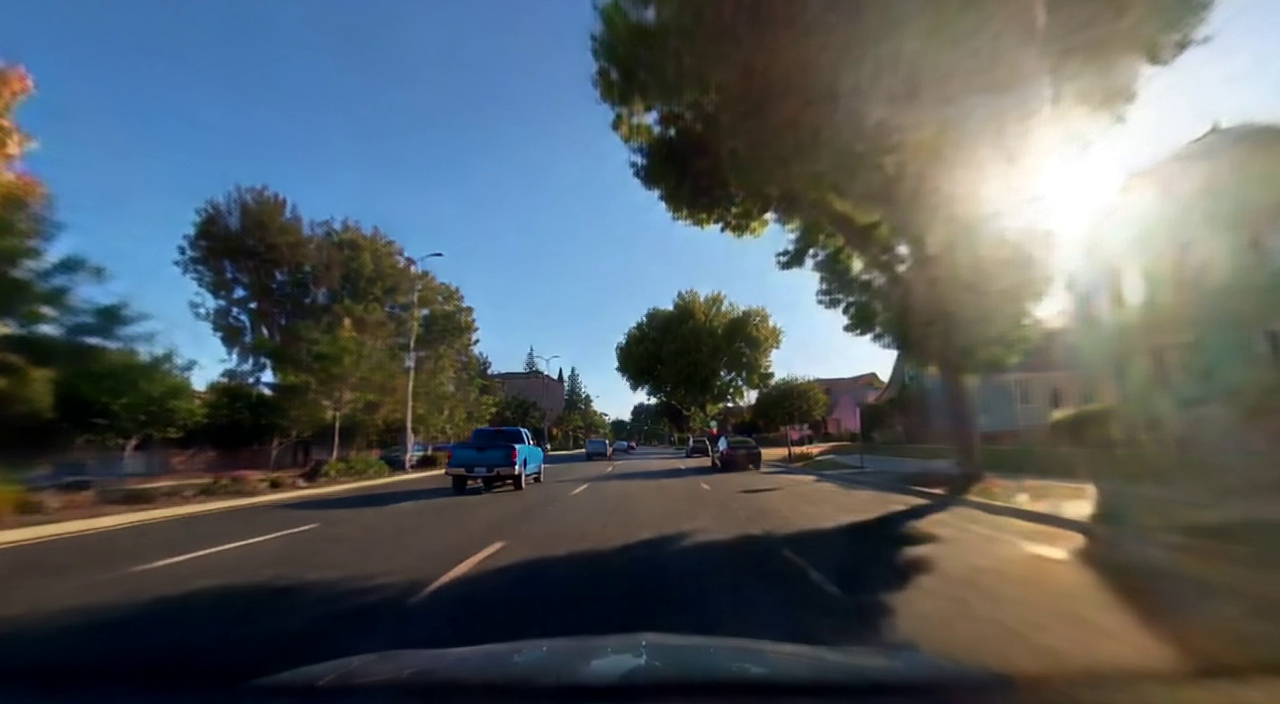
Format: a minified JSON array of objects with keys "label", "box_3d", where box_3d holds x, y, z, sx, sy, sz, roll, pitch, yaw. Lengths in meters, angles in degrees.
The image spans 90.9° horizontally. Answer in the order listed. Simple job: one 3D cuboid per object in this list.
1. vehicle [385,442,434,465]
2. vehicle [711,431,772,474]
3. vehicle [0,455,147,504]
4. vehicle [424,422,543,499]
[{"label":"vehicle","box_3d":[-17.185,7.596,47.187,1.903,1.619,4.344,0,-8,2]},{"label":"vehicle","box_3d":[4.401,4.424,28.033,2.016,1.736,4.356,0,-8,0]},{"label":"vehicle","box_3d":[-20.564,4.512,22.698,1.939,1.475,4.491,0,-8,1]},{"label":"vehicle","box_3d":[-3.982,2.861,16.996,2.002,1.747,4.728,0,-8,0]}]
